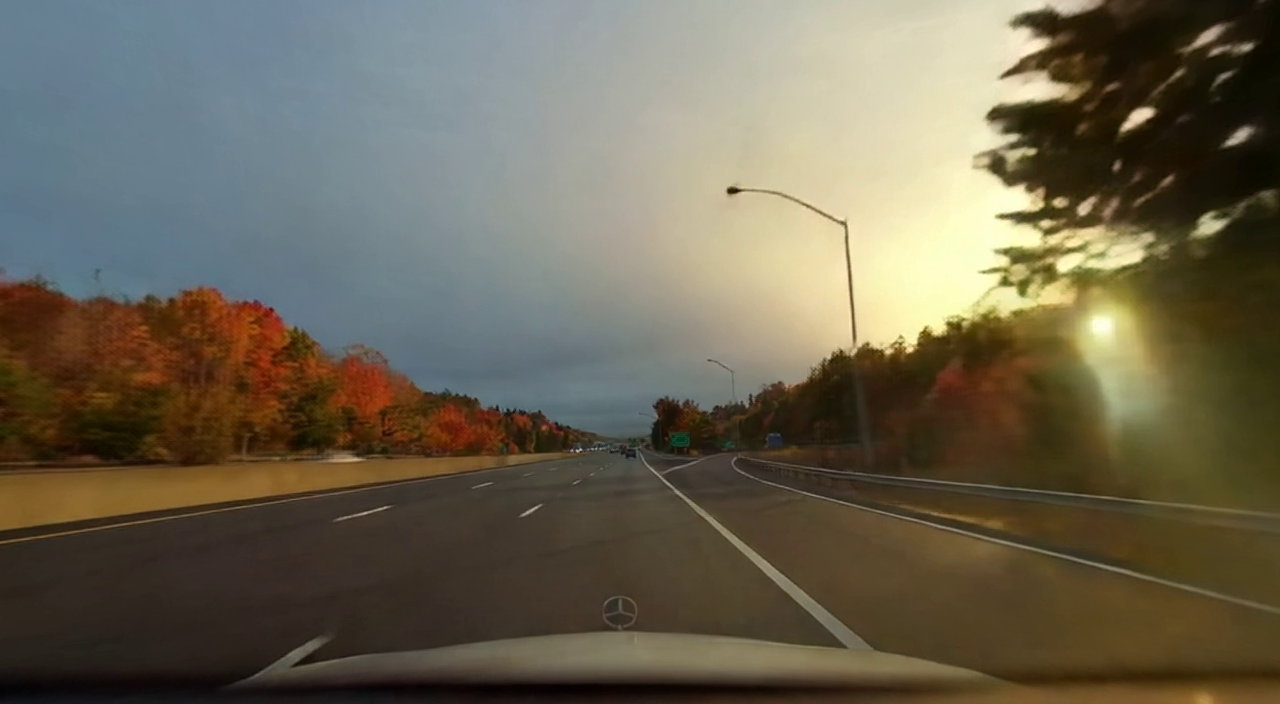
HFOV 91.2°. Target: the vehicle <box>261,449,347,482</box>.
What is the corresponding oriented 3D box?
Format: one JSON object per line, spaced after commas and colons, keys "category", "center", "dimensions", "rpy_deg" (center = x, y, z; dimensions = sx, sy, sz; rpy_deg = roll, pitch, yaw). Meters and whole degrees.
{"category": "vehicle", "center": [-16.591, 5.613, 31.212], "dimensions": [1.865, 1.502, 4.230], "rpy_deg": [-1, -9, 1]}
